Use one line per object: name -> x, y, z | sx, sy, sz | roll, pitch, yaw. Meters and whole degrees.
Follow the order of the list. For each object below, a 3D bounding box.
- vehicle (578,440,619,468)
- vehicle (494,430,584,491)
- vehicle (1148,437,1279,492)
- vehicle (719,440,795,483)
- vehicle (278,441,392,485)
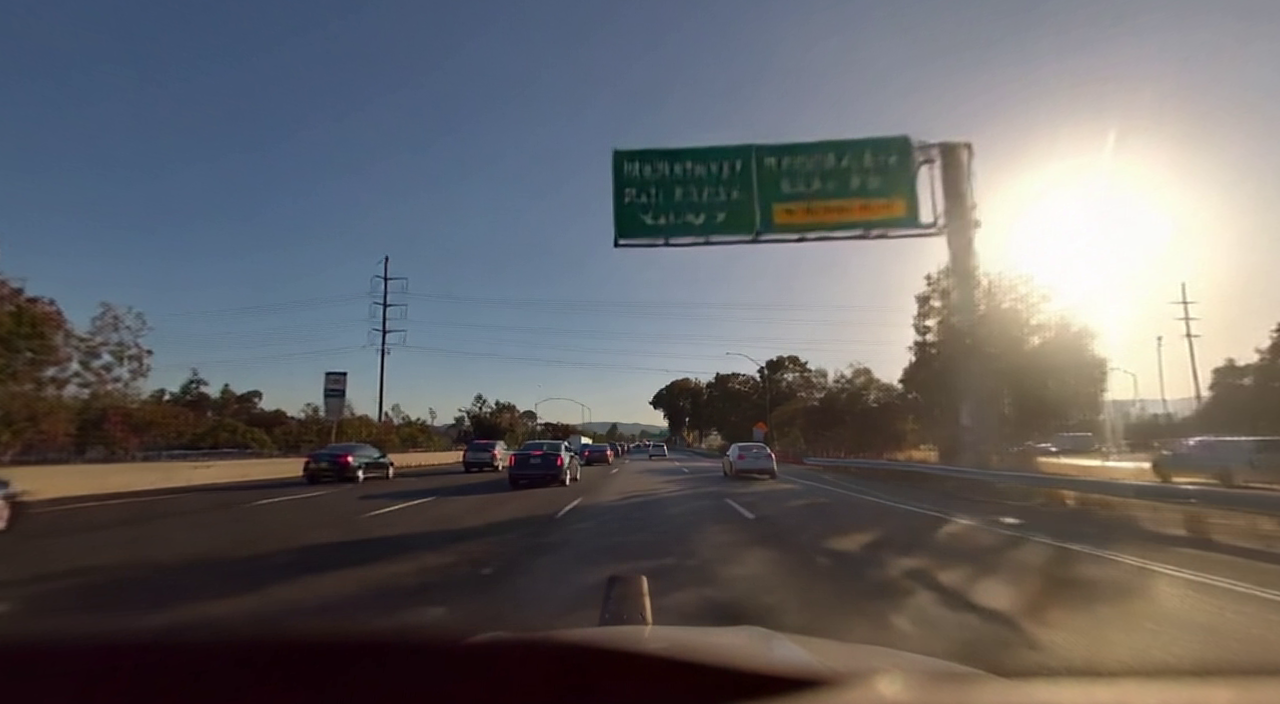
vehicle -> -2.567, 6.393, 39.752 | 2.133, 1.668, 4.505 | 0, -8, 2
vehicle -> -3.153, 3.513, 20.760 | 2.133, 1.775, 4.530 | 0, -8, 1
vehicle -> 26.103, 4.857, 27.534 | 5.833, 2.255, 2.187 | 0, -8, 0
vehicle -> 4.399, 4.188, 24.444 | 2.022, 1.472, 4.678 | 0, -8, 0
vehicle -> -11.128, 4.054, 23.439 | 1.877, 1.458, 4.543 | 0, -8, 1
